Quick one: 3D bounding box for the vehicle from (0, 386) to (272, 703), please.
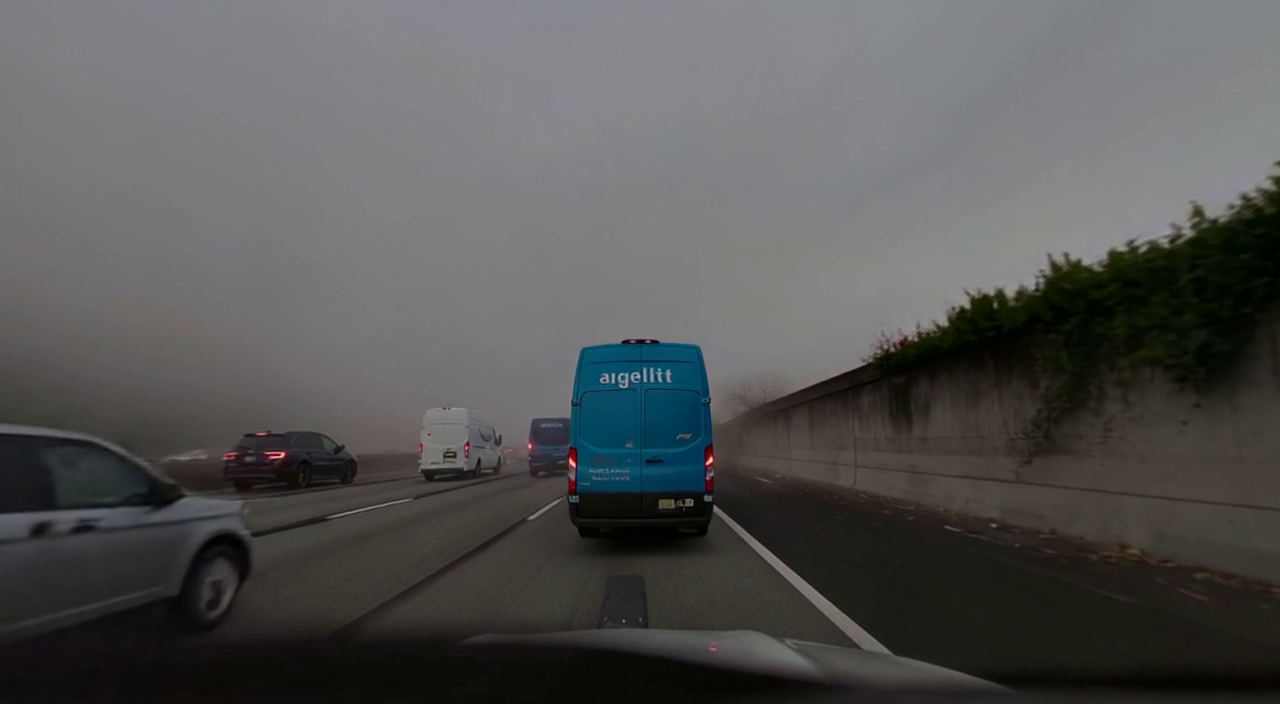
[{"bbox_3d":[-3.846,0.860,2.226,2.212,1.551,4.658,0,-8,1],"label":"vehicle"}]

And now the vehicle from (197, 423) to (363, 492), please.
[{"bbox_3d":[-10.781,3.211,19.448,2.061,1.846,4.852,0,-8,3],"label":"vehicle"}]

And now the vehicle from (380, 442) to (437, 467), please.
[{"bbox_3d":[-13.882,6.150,38.028,1.770,1.376,3.747,-1,-8,4],"label":"vehicle"}]

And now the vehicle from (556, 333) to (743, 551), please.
[{"bbox_3d":[0.187,1.587,11.181,2.316,2.738,6.398,0,-8,1],"label":"vehicle"}]

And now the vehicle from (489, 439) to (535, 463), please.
[{"bbox_3d":[-9.296,7.229,46.175,1.934,1.567,4.536,-1,-7,7],"label":"vehicle"}]

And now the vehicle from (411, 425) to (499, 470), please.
[{"bbox_3d":[-9.670,5.093,33.694,2.566,2.158,5.957,-1,-8,4],"label":"vehicle"}]
